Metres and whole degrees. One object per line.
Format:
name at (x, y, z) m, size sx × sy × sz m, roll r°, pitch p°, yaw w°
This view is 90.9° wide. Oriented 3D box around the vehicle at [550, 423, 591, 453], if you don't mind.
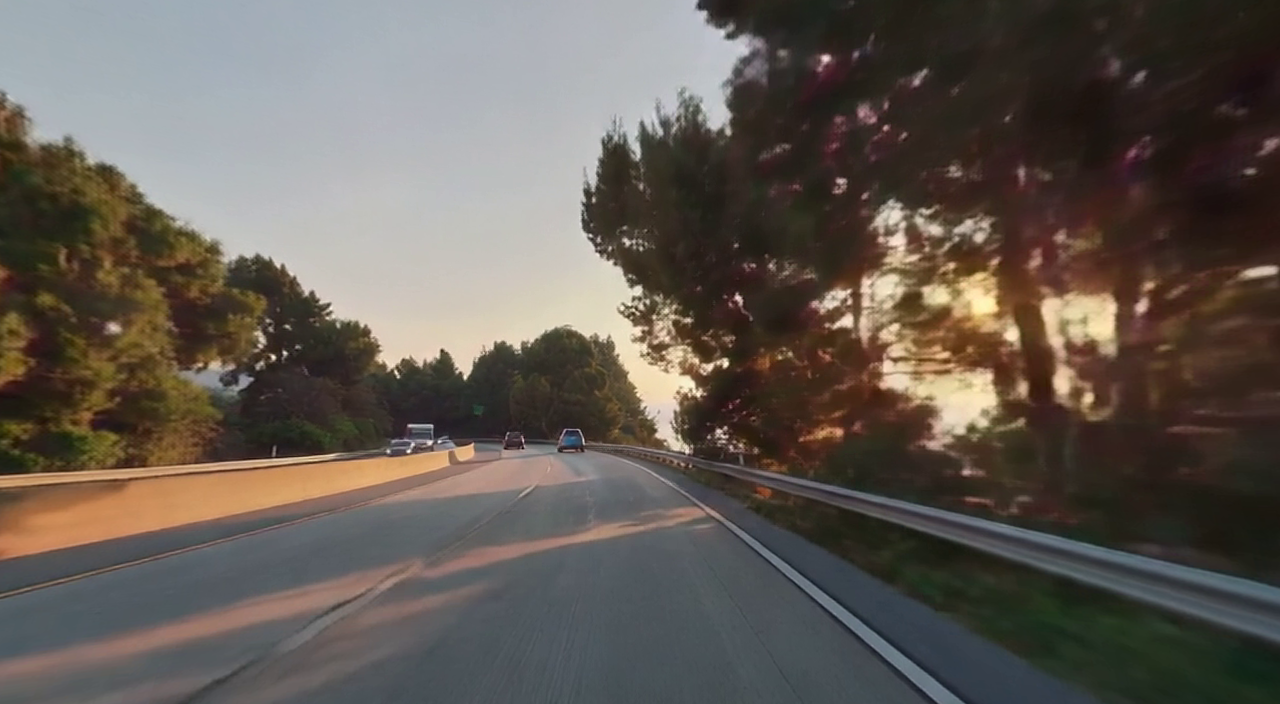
vehicle at (-5.470, 6.741, 48.936) m, size 2.632 × 2.162 × 5.529 m, roll 1°, pitch -9°, yaw -12°
